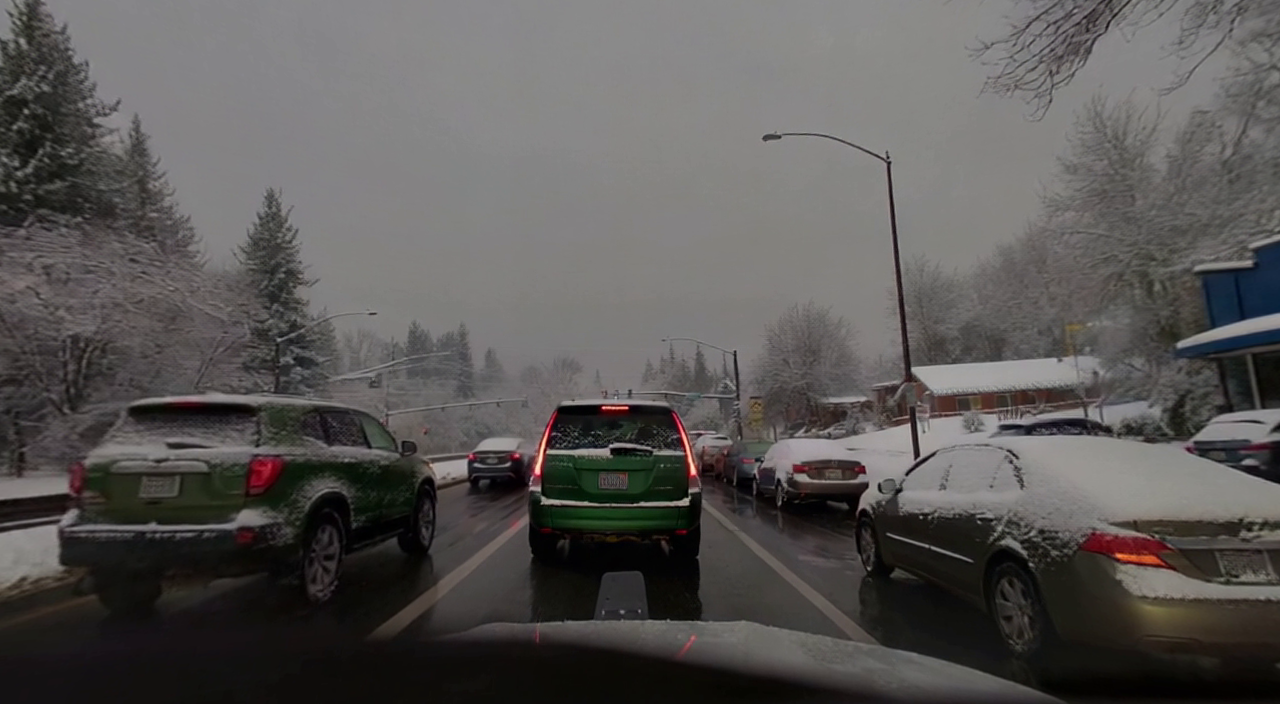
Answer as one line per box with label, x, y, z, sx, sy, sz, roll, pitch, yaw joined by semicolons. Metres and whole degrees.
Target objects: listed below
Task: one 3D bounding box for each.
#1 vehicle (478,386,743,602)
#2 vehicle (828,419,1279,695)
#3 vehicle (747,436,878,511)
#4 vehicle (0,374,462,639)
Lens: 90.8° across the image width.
vehicle;-0.293;1.514;7.532;2.238;1.825;4.190;0;-9;-1
vehicle;3.360;1.437;5.678;1.900;1.477;4.352;0;-9;-1
vehicle;3.917;2.820;15.163;1.875;1.521;4.192;0;-9;-1
vehicle;-3.673;1.411;6.739;2.231;1.853;4.461;0;-9;0
